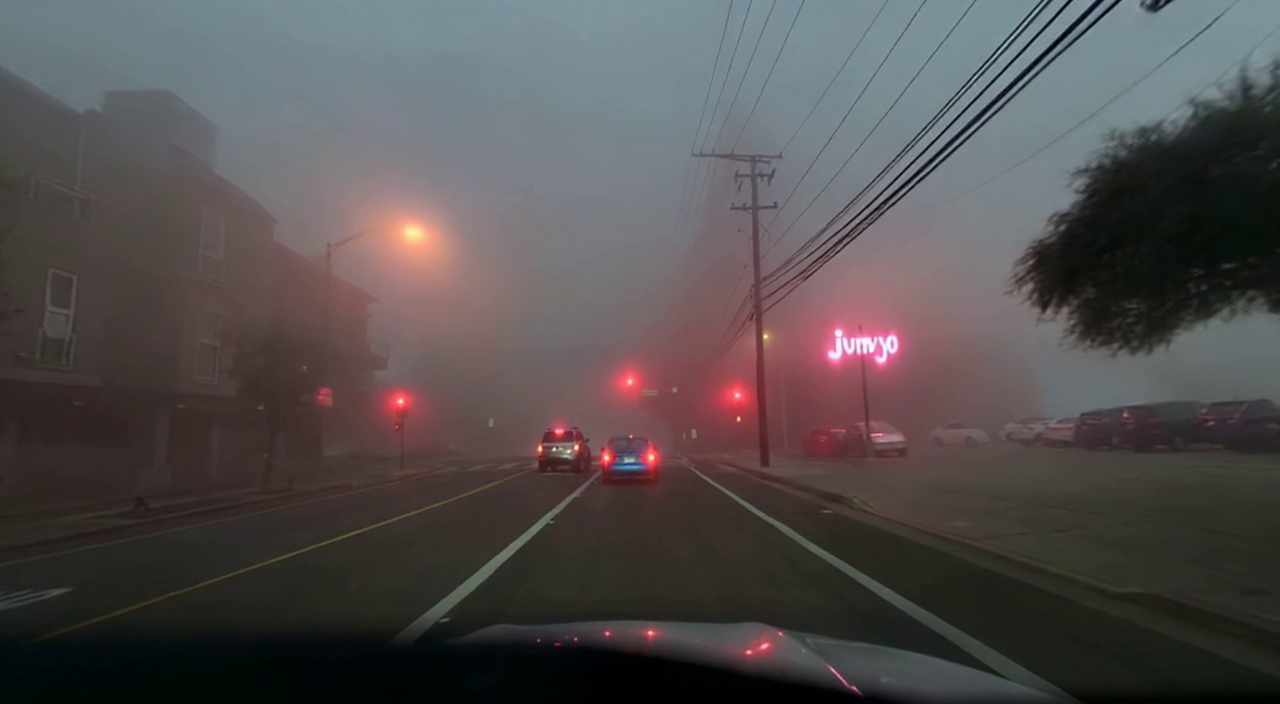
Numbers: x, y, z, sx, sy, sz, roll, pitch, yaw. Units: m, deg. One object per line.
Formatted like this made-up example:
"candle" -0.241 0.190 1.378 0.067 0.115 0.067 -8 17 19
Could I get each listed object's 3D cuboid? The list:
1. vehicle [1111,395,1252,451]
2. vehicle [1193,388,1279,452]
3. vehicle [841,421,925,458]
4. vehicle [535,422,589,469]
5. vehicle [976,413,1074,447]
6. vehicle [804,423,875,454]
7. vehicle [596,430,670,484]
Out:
"vehicle" 18.450 2.474 21.498 4.206 1.722 2.100 4 -9 -28
"vehicle" 18.862 2.090 18.896 3.791 1.720 1.992 4 -9 -27
"vehicle" 10.267 3.773 27.062 1.888 1.455 4.268 0 -8 0
"vehicle" -3.332 4.003 27.156 2.106 1.852 4.512 1 -8 -7
"vehicle" 18.443 3.764 30.184 4.446 1.511 1.977 4 -9 -29
"vehicle" 10.337 4.549 33.027 1.842 1.471 4.481 1 -8 -6
"vehicle" -0.292 3.242 19.792 2.070 1.481 4.216 0 -8 -2
